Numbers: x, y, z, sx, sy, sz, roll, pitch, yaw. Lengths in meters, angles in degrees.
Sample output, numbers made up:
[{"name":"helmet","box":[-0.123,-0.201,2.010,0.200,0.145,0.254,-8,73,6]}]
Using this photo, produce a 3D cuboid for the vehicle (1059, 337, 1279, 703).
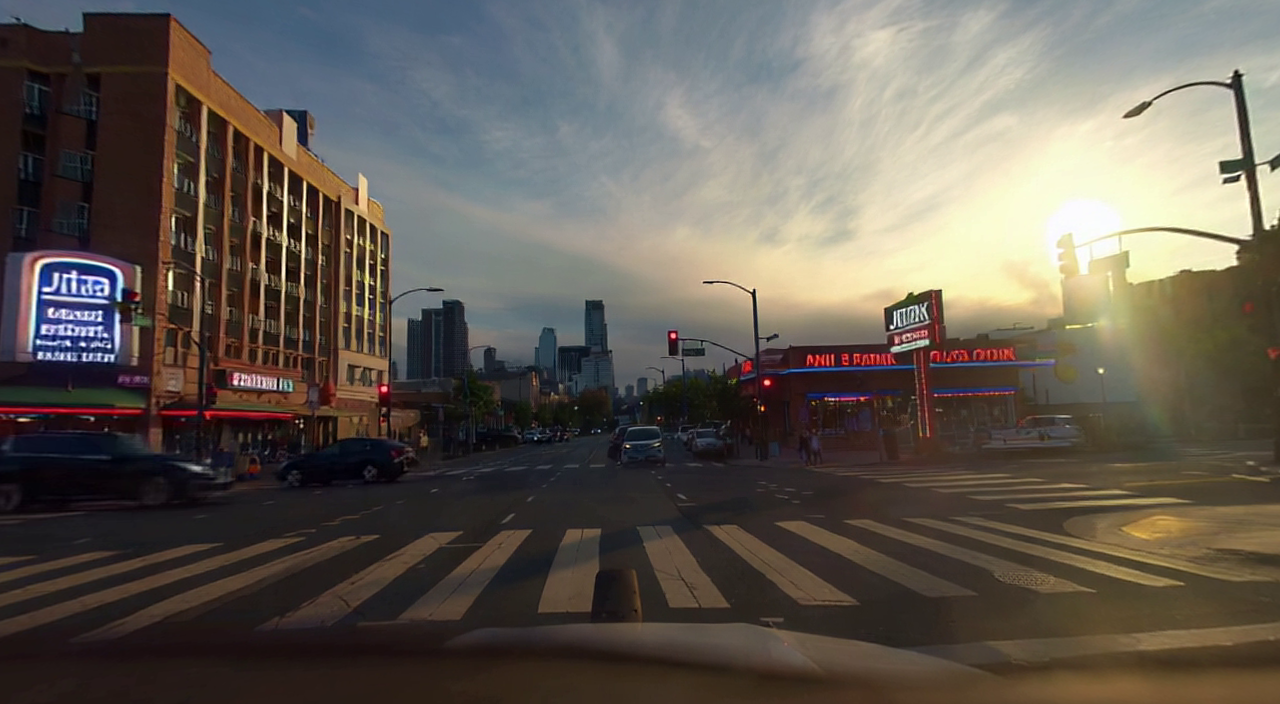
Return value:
[{"name":"vehicle","box":[3.030,0.607,0.869,1.866,1.654,4.354,0,-8,0]}]

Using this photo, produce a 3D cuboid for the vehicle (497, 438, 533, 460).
[{"name":"vehicle","box":[-8.585,6.694,43.670,1.906,1.402,4.904,0,-8,-5]}]

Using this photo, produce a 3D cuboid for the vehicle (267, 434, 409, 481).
[{"name":"vehicle","box":[-11.534,4.038,24.427,4.513,1.682,1.810,1,-9,-8]}]

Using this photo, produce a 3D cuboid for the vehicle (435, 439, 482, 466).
[{"name":"vehicle","box":[-10.936,6.079,38.301,1.885,1.545,4.124,0,-8,-5]}]

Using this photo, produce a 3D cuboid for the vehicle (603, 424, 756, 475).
[{"name":"vehicle","box":[1.199,3.111,20.302,4.612,1.521,1.811,1,-9,-9]}]

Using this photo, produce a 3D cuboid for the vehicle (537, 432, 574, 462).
[{"name":"vehicle","box":[-5.086,5.801,38.628,1.976,1.683,4.117,0,-8,-4]}]

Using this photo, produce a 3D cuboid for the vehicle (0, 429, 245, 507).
[{"name":"vehicle","box":[-12.467,2.746,15.279,4.446,1.714,1.830,1,-8,-7]}]
